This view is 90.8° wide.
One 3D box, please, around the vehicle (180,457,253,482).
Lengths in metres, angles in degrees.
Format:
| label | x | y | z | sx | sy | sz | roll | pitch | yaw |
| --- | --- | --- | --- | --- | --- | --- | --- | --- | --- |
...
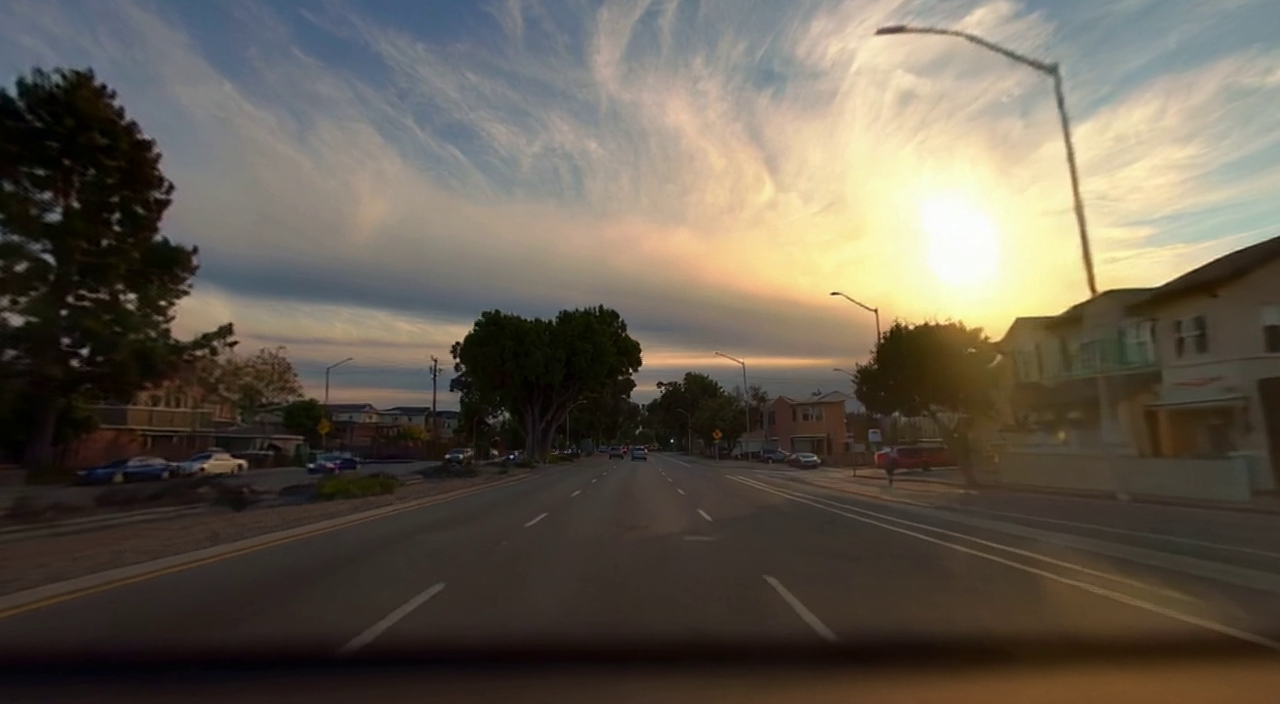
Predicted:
| label | x | y | z | sx | sy | sz | roll | pitch | yaw |
| --- | --- | --- | --- | --- | --- | --- | --- | --- | --- |
| vehicle | -24.879 | 6.883 | 37.272 | 1.637 | 1.298 | 3.878 | 0 | -9 | 0 |

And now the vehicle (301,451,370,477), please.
| label | x | y | z | sx | sy | sz | roll | pitch | yaw |
| --- | --- | --- | --- | --- | --- | --- | --- | --- | --- |
| vehicle | -18.901 | 6.947 | 39.413 | 1.892 | 1.474 | 4.723 | 0 | -9 | 1 |

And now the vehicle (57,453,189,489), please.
| label | x | y | z | sx | sy | sz | roll | pitch | yaw |
| --- | --- | --- | --- | --- | --- | --- | --- | --- | --- |
| vehicle | -24.612 | 5.631 | 30.370 | 1.916 | 1.524 | 4.993 | -1 | -9 | 3 |
